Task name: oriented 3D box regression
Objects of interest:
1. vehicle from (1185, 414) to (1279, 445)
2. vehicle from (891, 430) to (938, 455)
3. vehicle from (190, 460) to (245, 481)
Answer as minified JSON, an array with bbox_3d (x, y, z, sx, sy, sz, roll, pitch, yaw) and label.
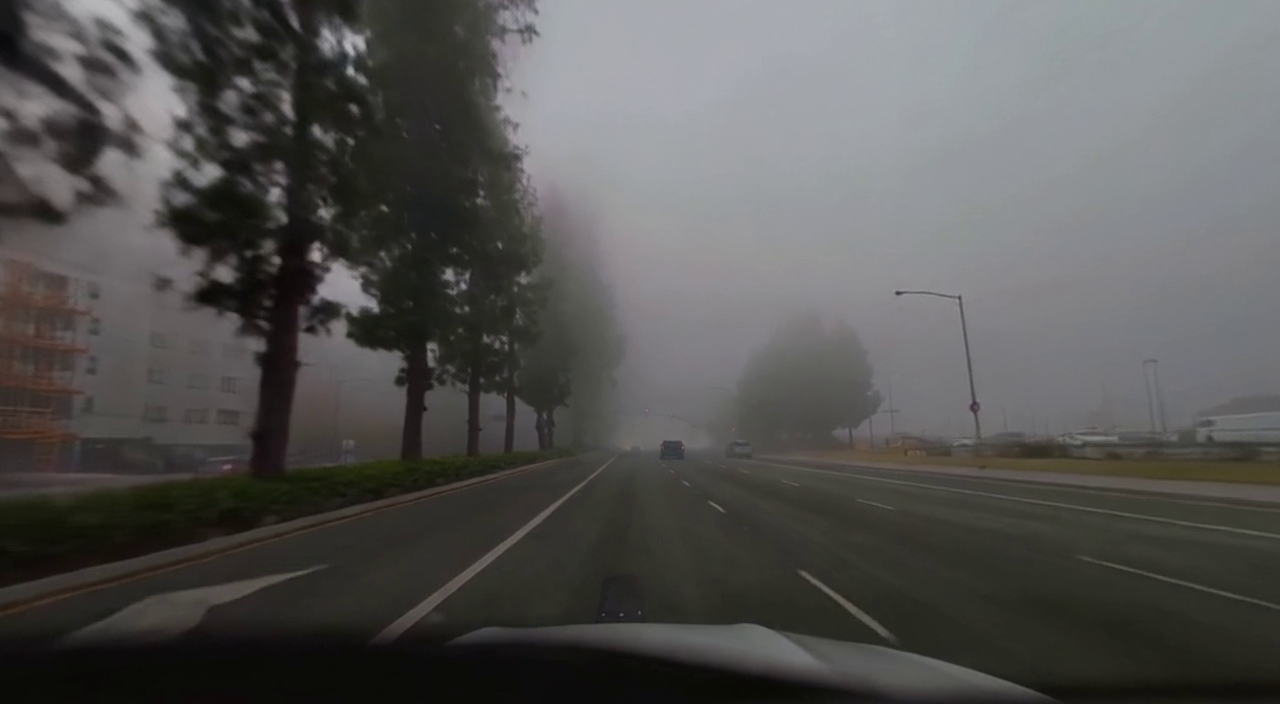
[{"bbox_3d":[45.076,5.802,47.330,6.011,1.997,2.324,-11,-13,43],"label":"vehicle"},{"bbox_3d":[20.558,6.803,47.551,2.222,1.742,5.231,-1,-8,12],"label":"vehicle"},{"bbox_3d":[-30.271,8.470,45.200,4.351,1.413,1.878,-8,-12,37],"label":"vehicle"}]
